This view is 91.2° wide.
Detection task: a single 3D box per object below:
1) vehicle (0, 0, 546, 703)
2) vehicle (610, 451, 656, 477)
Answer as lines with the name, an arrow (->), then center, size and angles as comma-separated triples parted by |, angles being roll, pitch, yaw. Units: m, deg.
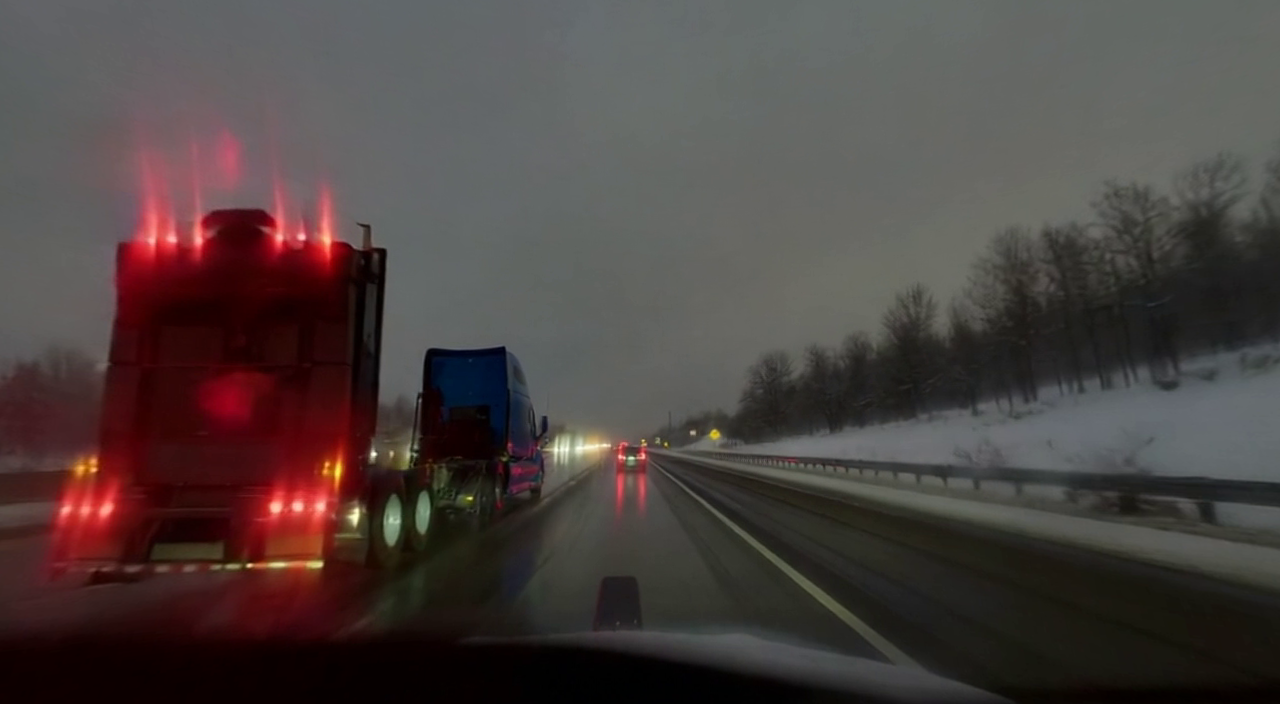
vehicle -> -3.966, 0.947, 10.219 | 2.914, 4.039, 14.493 | 0, -9, -1
vehicle -> -0.370, 6.318, 35.698 | 2.398, 1.336, 5.698 | 0, -9, 0
